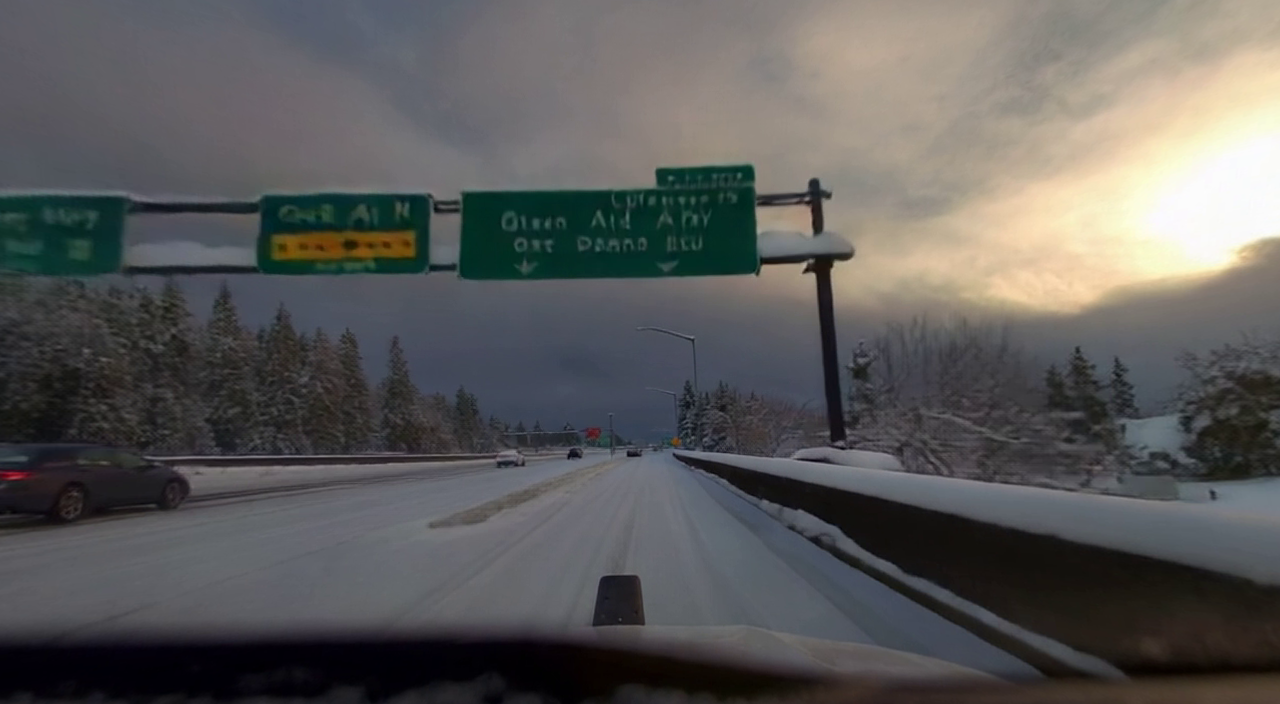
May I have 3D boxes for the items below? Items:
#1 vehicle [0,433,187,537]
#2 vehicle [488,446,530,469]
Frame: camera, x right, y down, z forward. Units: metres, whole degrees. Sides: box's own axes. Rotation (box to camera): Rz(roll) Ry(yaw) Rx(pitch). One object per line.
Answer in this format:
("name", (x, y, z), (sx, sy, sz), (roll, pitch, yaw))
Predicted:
("vehicle", (-10.525, 2.255, 11.187), (1.829, 1.520, 4.505), (0, -9, -3))
("vehicle", (-9.484, 7.662, 46.031), (2.271, 1.537, 4.029), (0, -9, -1))
